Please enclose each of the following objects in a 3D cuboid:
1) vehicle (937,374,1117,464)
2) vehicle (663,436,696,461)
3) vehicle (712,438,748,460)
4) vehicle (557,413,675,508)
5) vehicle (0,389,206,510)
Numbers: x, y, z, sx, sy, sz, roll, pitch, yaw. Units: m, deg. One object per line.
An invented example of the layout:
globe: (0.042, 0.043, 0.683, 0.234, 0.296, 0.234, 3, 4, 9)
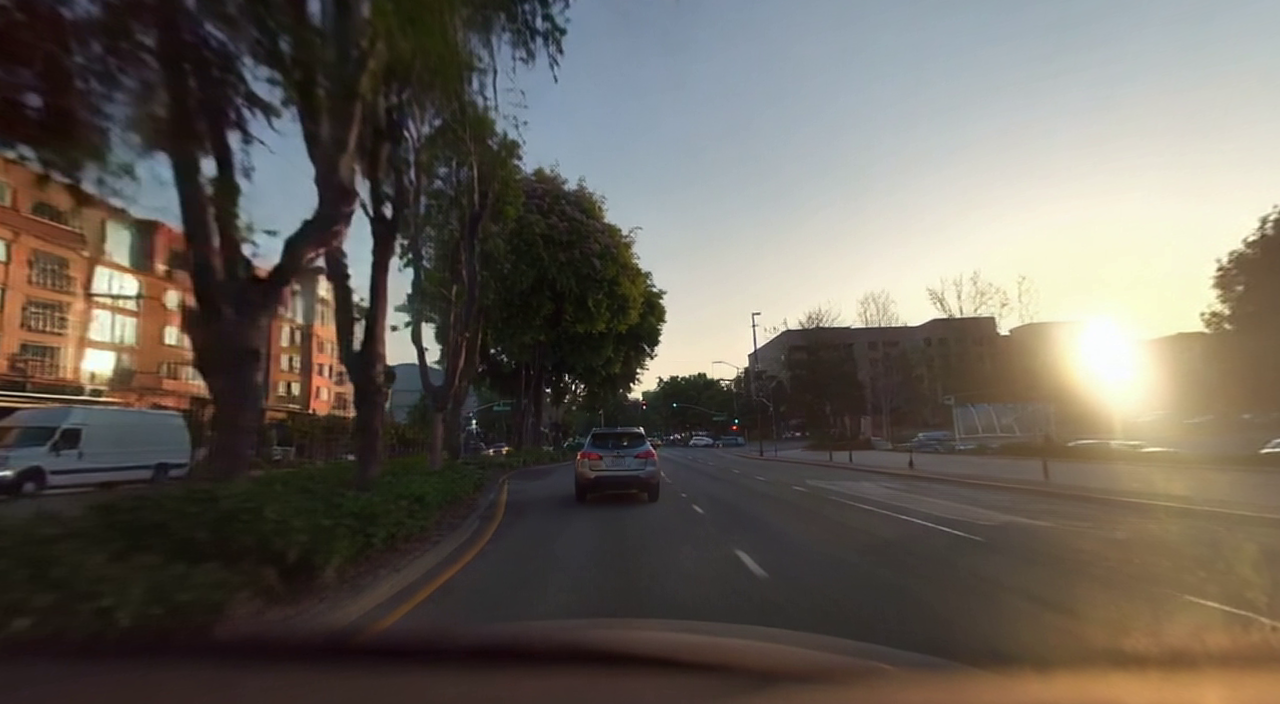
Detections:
vehicle: (18.302, 3.458, 30.956, 3.269, 3.755, 8.862, 0, -9, 2)
vehicle: (2.648, 6.641, 43.603, 1.929, 1.590, 4.287, 0, -8, -1)
vehicle: (6.224, 6.790, 44.086, 1.777, 1.443, 3.942, 0, -8, -2)
vehicle: (-0.509, 2.403, 14.332, 2.277, 1.816, 4.192, 0, -8, -1)
vehicle: (-19.076, 3.311, 21.707, 2.811, 3.399, 7.898, 0, -9, -2)
